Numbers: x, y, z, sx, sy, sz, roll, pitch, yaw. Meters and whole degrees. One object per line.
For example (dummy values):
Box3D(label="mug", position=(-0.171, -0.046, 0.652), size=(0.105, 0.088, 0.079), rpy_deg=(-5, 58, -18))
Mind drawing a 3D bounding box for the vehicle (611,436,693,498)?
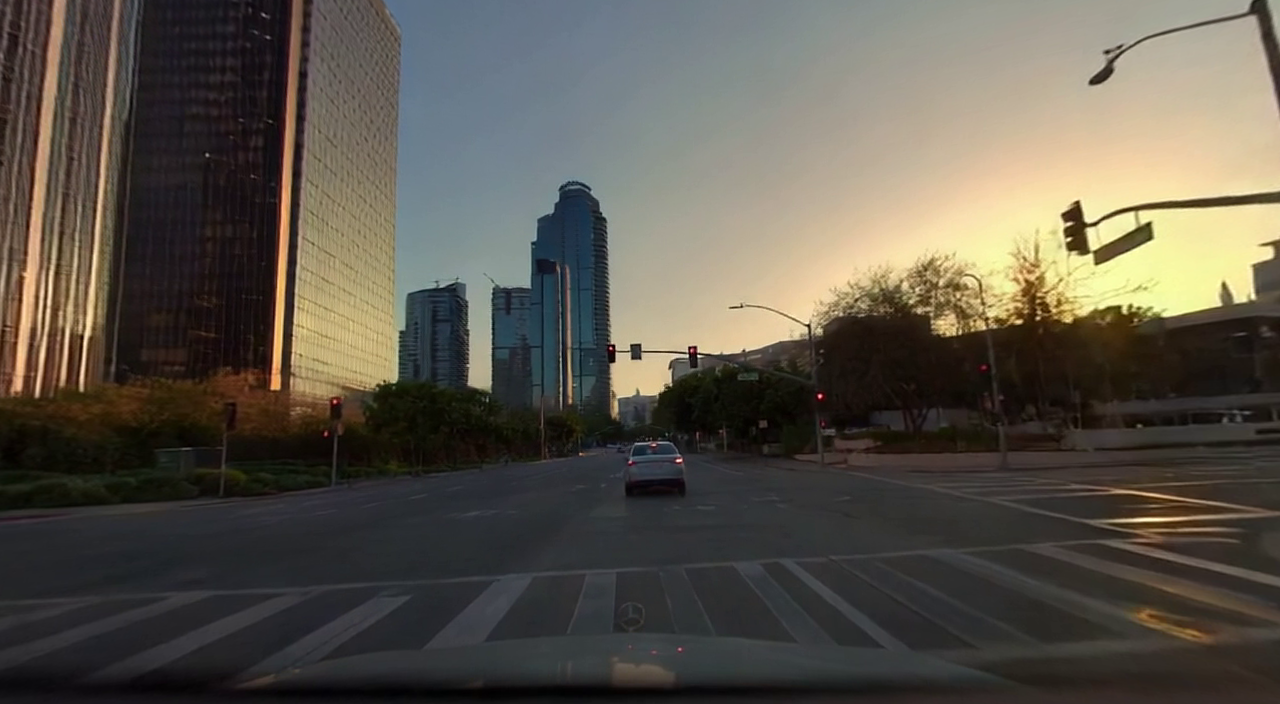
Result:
Box3D(label="vehicle", position=(0.264, 3.387, 18.951), size=(2.184, 1.640, 4.086), rpy_deg=(0, -8, -2))
